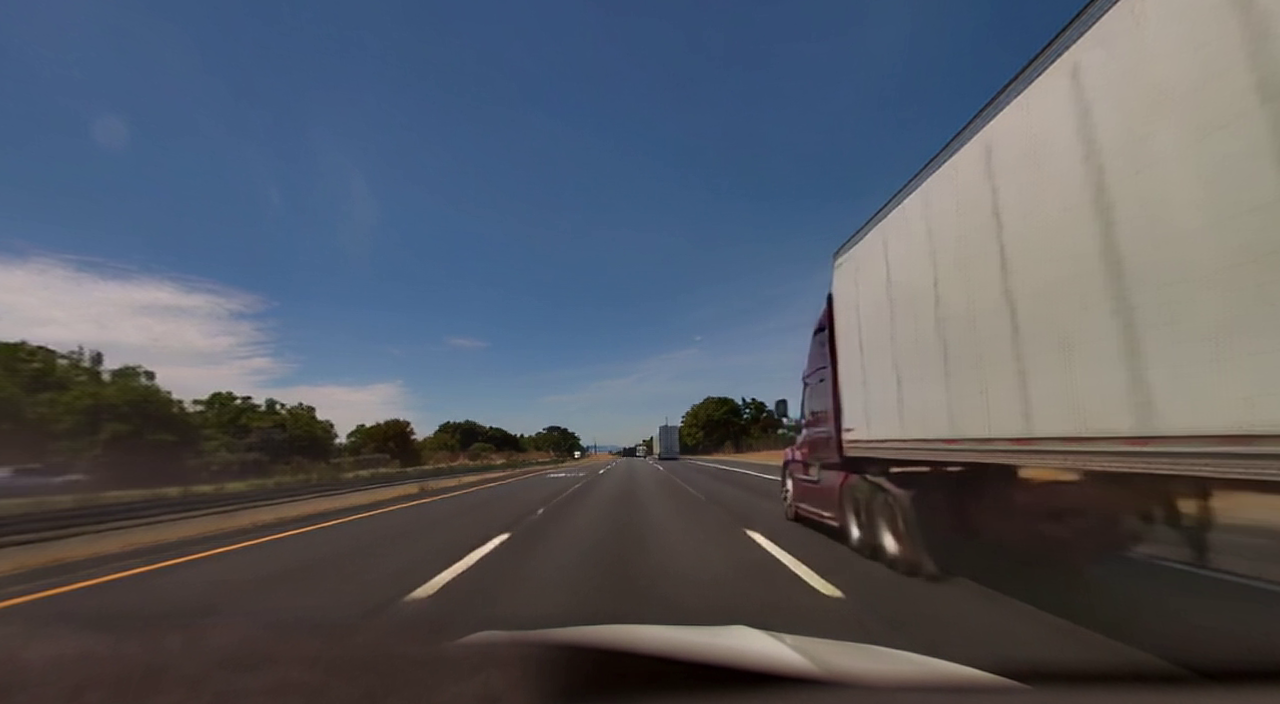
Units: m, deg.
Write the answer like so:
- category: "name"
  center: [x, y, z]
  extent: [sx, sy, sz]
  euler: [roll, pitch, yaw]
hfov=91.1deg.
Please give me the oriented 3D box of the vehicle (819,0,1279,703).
- category: "vehicle"
  center: [4.083, -0.400, 2.008]
  extent: [3.037, 3.999, 13.133]
  euler: [0, -9, 0]
